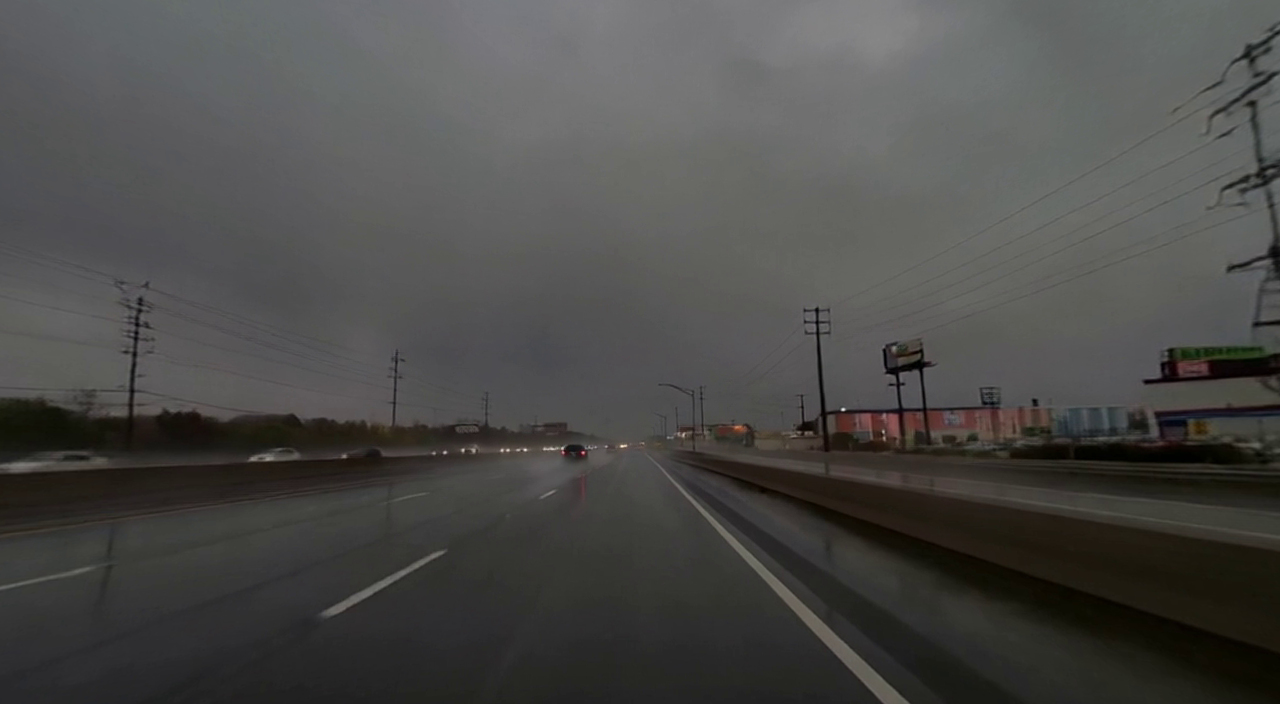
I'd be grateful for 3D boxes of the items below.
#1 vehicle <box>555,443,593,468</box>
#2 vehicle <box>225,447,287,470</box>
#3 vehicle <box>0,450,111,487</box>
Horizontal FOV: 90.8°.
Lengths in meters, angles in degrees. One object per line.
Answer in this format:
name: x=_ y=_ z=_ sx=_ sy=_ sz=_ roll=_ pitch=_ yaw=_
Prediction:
vehicle: x=-4.194 y=6.667 z=40.842 sx=1.940 sy=1.479 sz=4.545 roll=0 pitch=-9 yaw=1
vehicle: x=-29.284 y=8.135 z=48.337 sx=1.885 sy=1.617 sz=4.407 roll=0 pitch=-9 yaw=0
vehicle: x=-28.692 y=5.627 z=30.755 sx=1.809 sy=1.455 sz=4.744 roll=-3 pitch=-7 yaw=0
